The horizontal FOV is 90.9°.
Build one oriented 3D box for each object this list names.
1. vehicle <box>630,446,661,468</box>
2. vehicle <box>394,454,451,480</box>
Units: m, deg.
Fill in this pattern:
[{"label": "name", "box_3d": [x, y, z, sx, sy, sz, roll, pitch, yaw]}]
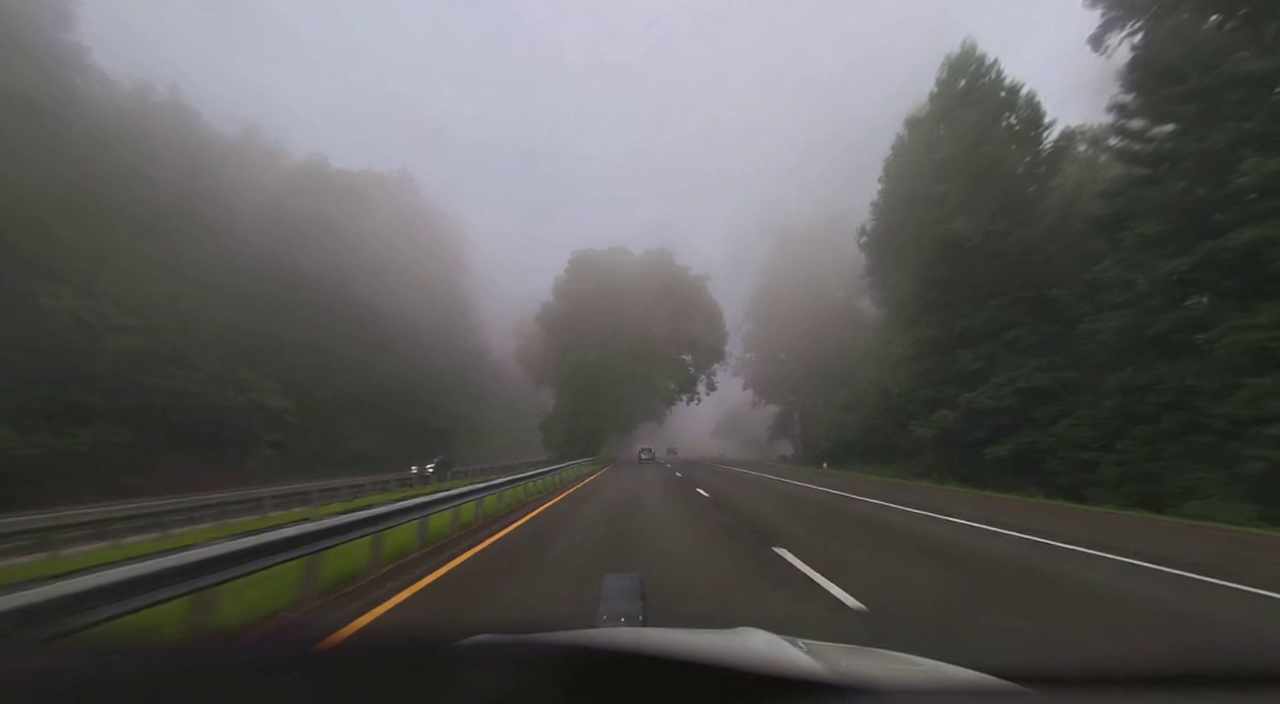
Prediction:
[{"label": "vehicle", "box_3d": [0.398, 7.628, 45.753, 2.162, 1.492, 3.975, 0, -9, 0]}, {"label": "vehicle", "box_3d": [-12.724, 6.753, 37.099, 1.954, 1.399, 3.750, 0, -9, 0]}]
